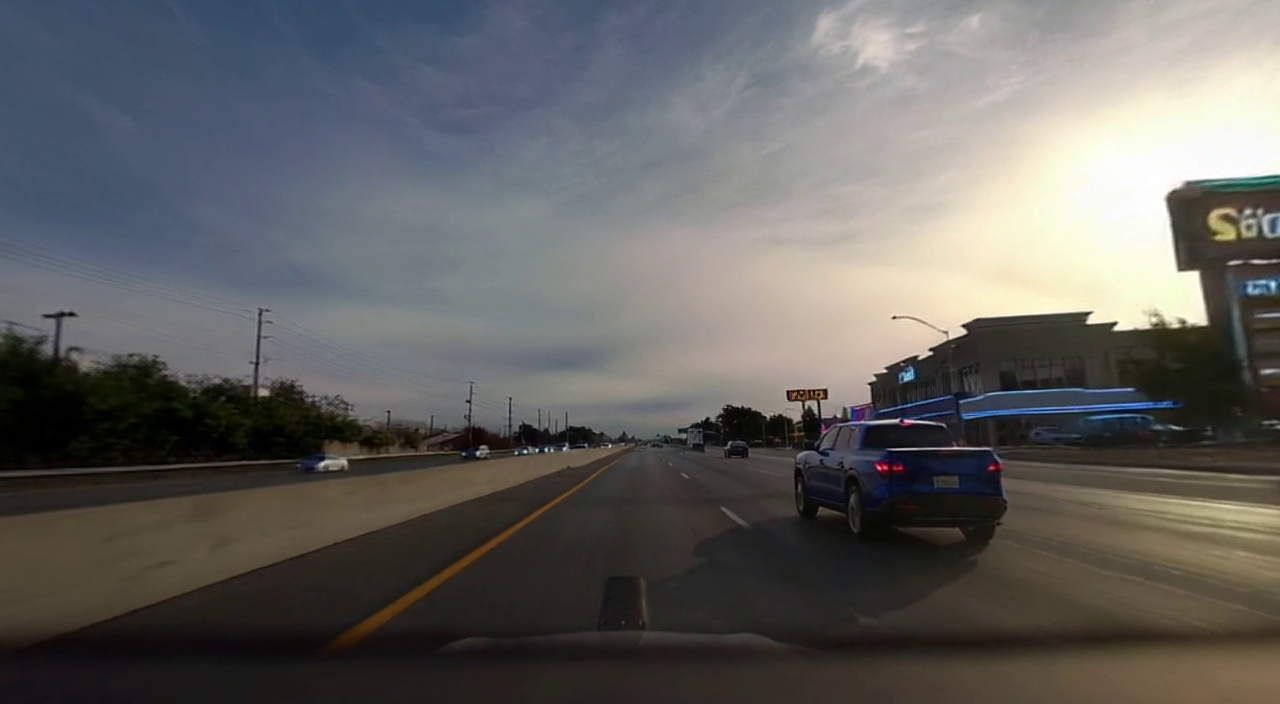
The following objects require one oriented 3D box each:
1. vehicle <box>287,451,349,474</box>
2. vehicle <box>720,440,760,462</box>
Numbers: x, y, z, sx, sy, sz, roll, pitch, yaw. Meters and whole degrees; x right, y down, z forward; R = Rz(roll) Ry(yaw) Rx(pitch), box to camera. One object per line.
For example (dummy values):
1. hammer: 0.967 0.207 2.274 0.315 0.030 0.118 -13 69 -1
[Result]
1. vehicle: -23.051 7.899 45.108 1.860 1.464 4.608 0 -9 3
2. vehicle: 7.306 7.283 46.192 2.079 1.518 5.032 0 -9 0
